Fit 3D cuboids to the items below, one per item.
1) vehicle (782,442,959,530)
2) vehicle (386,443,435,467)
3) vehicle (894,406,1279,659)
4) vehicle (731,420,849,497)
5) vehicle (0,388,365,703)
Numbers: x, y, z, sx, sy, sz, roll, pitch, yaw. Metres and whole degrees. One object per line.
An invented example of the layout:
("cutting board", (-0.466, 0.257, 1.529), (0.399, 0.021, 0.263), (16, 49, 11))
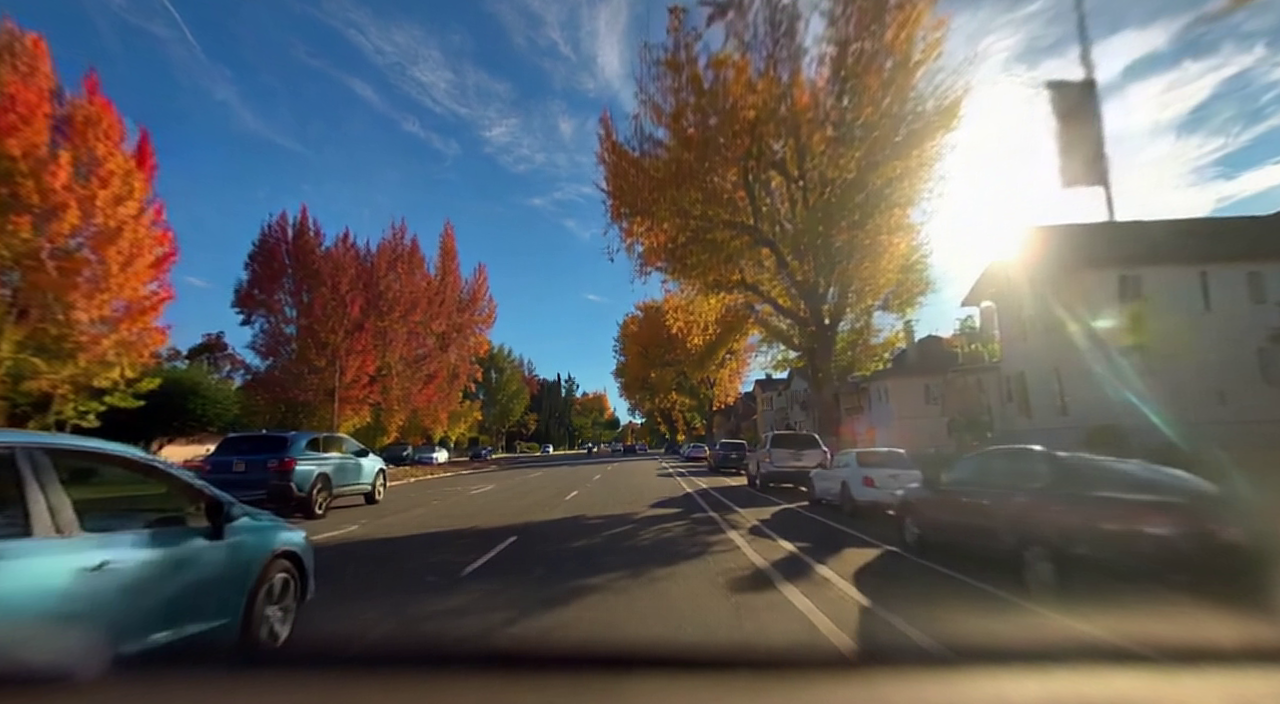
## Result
("vehicle", (4.578, 2.715, 13.415), (1.876, 1.510, 4.637), (1, -9, -2))
("vehicle", (-17.037, 7.634, 46.900), (1.912, 1.681, 4.444), (0, -9, 1))
("vehicle", (4.544, 1.544, 6.481), (1.950, 1.668, 4.414), (1, -9, -1))
("vehicle", (4.631, 3.443, 20.781), (2.374, 2.104, 6.508), (0, -9, 1))
("vehicle", (-3.222, 0.944, 2.716), (1.982, 1.478, 4.465), (0, -9, 1))
